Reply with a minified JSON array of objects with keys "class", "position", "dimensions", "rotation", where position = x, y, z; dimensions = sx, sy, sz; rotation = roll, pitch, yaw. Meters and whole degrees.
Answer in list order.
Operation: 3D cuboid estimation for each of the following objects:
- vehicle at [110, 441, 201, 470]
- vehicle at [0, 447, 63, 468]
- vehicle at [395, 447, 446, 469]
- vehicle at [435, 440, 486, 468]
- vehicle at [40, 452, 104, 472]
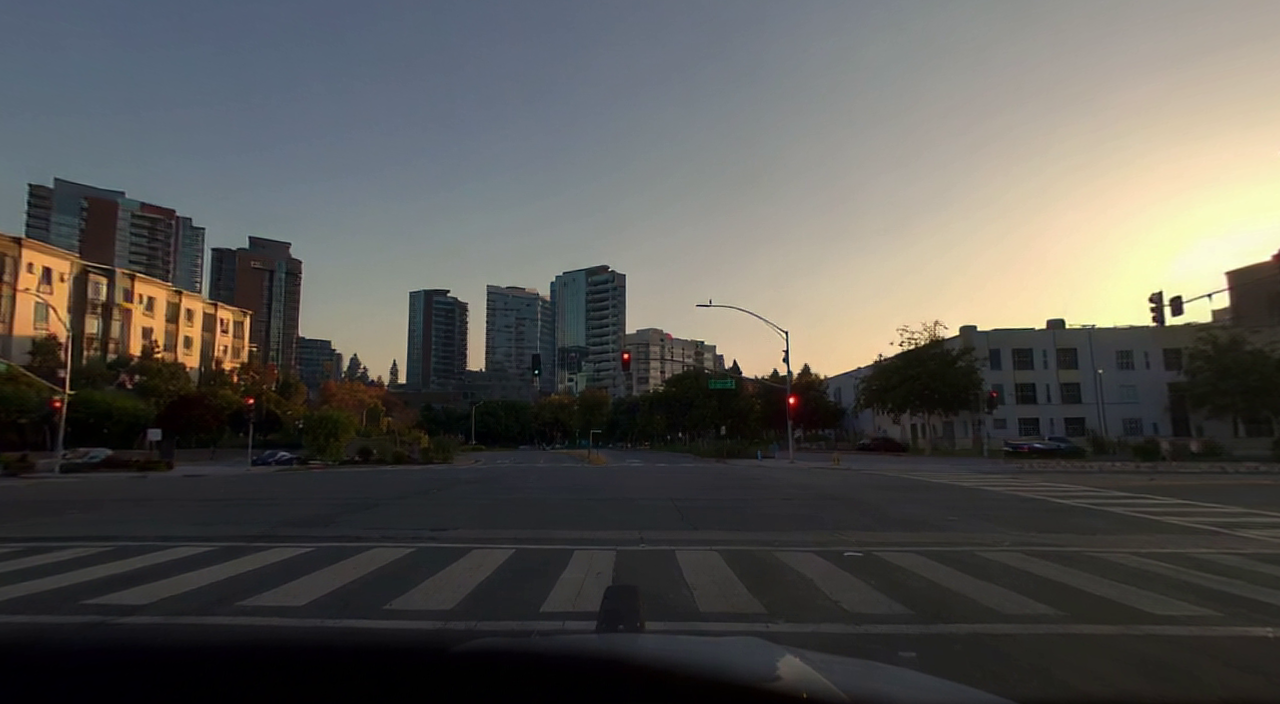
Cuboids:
[{"class":"vehicle","position":[-34.885,7.424,45.756],"dimensions":[2.204,1.955,5.518],"rotation":[0,-8,0]},{"class":"vehicle","position":[-45.239,7.767,46.613],"dimensions":[1.858,1.467,3.624],"rotation":[0,-8,0]},{"class":"vehicle","position":[-15.484,7.449,44.797],"dimensions":[2.056,1.450,4.343],"rotation":[0,-8,0]},{"class":"vehicle","position":[-11.937,6.799,42.326],"dimensions":[2.080,1.763,4.341],"rotation":[0,-8,0]},{"class":"vehicle","position":[-41.558,8.036,46.304],"dimensions":[1.552,1.339,3.340],"rotation":[-2,-9,-1]}]
